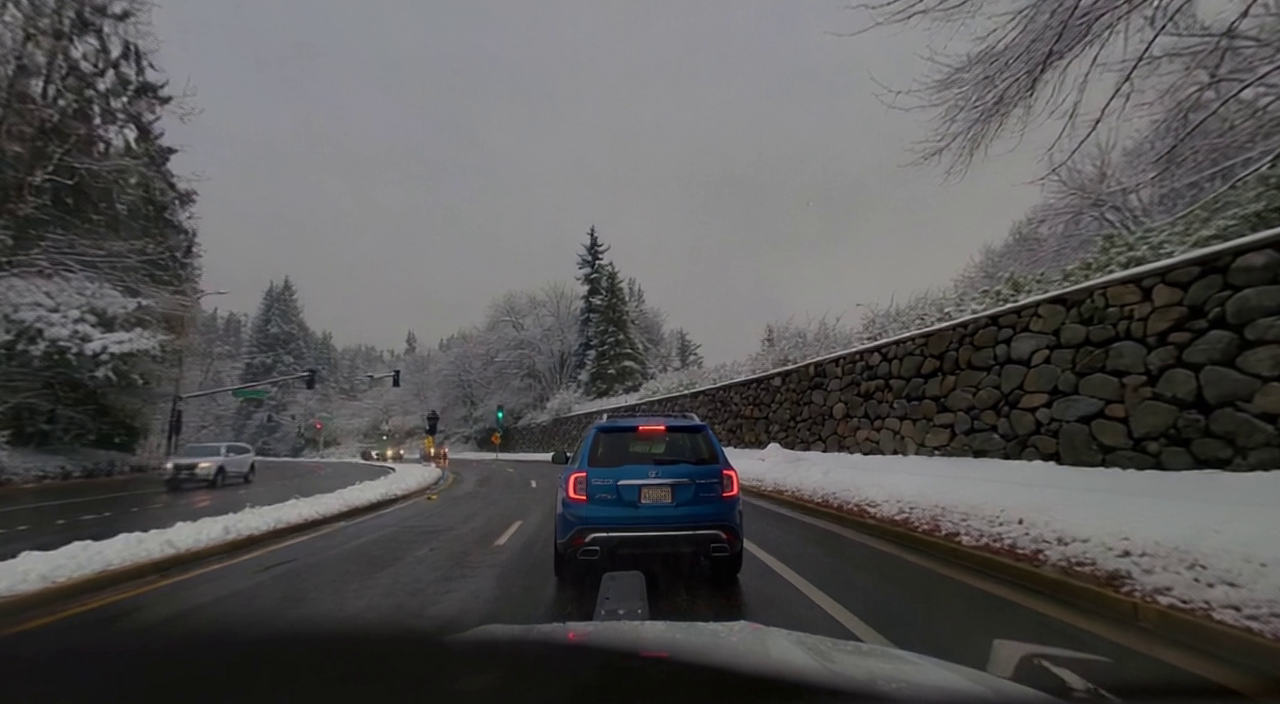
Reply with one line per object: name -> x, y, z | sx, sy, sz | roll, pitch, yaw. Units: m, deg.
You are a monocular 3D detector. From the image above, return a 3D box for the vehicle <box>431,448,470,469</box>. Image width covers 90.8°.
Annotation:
vehicle -> -14.286, 7.972, 47.440 | 2.023, 1.474, 4.286 | 4, -10, -27

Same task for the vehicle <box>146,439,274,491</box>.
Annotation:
vehicle -> -15.611, 4.104, 23.320 | 2.317, 1.695, 4.538 | 2, -9, -13

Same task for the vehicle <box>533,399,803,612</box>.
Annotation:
vehicle -> 0.066, 1.603, 7.543 | 2.287, 1.762, 4.269 | 1, -9, -5
